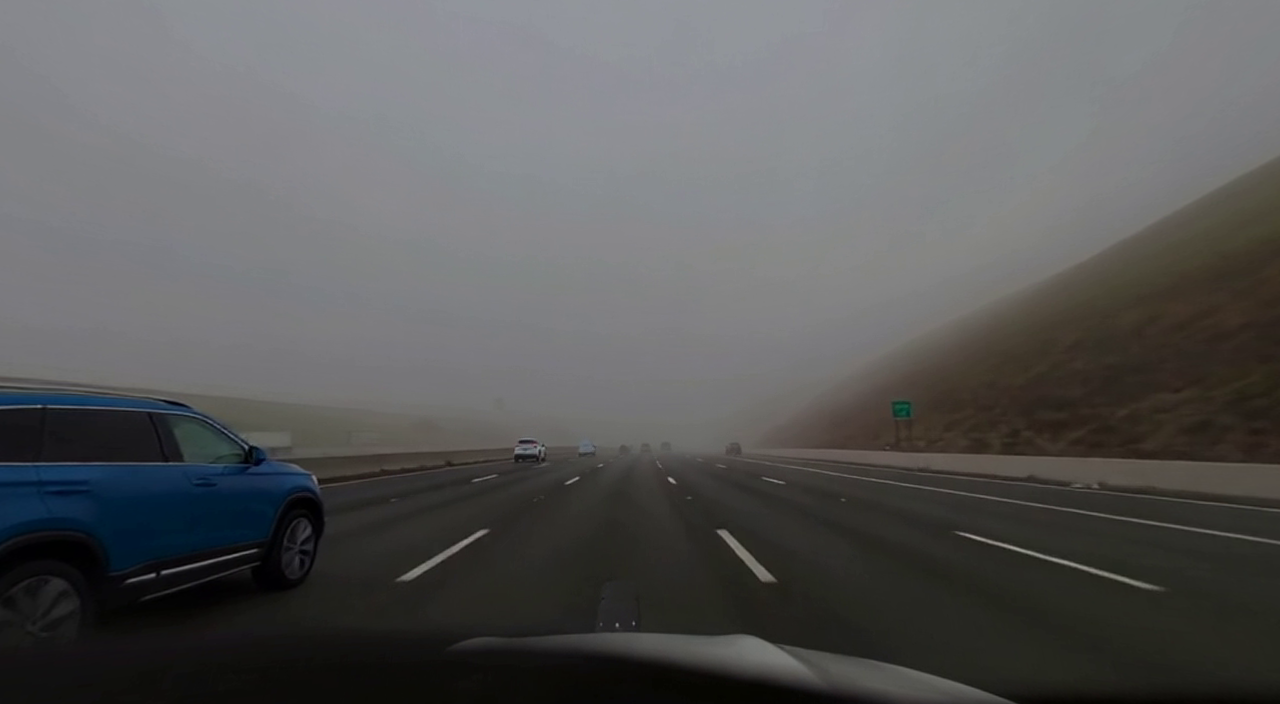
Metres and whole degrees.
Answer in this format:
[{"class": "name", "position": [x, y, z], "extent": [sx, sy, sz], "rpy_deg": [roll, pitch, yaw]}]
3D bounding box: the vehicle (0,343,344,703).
[{"class": "vehicle", "position": [-3.754, 0.937, 3.404], "extent": [2.047, 1.715, 4.689], "rpy_deg": [0, -9, 0]}]

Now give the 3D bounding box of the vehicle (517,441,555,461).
[{"class": "vehicle", "position": [-7.866, 7.538, 48.180], "extent": [2.054, 1.474, 4.450], "rpy_deg": [0, -9, 1]}]
